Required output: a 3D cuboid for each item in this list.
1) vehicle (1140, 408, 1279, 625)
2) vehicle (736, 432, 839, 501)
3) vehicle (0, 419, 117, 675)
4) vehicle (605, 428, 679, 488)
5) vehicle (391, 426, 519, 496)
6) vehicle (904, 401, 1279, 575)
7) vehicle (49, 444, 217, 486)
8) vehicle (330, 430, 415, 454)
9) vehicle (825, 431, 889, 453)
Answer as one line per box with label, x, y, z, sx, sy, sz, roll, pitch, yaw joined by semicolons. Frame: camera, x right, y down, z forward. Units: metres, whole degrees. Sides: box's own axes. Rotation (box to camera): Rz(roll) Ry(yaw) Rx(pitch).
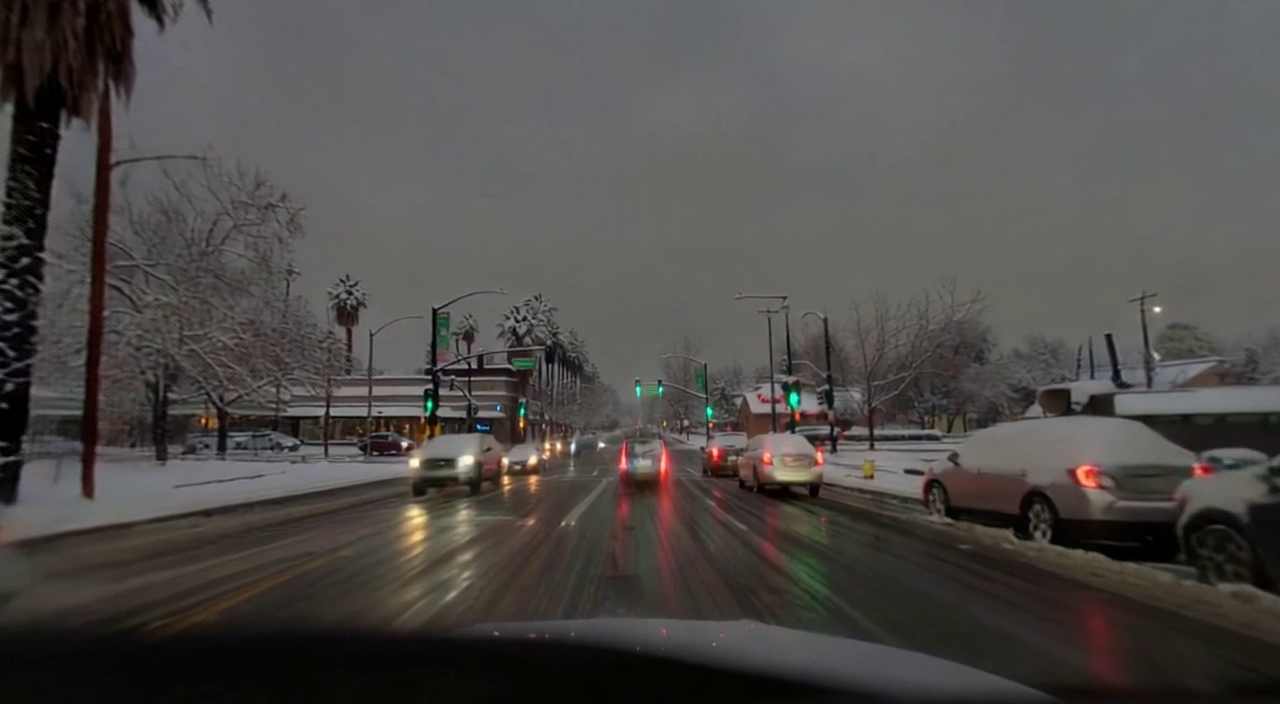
vehicle;6.161;1.173;4.079;2.008;1.729;4.647;0;-8;0
vehicle;4.043;3.212;18.130;2.070;1.711;4.480;-1;-8;3
vehicle;-4.805;0.958;2.321;2.092;1.504;4.374;0;-8;-2
vehicle;0.020;3.549;21.491;2.264;1.798;4.531;0;-8;-1
vehicle;-5.196;3.149;18.627;2.341;1.762;4.865;0;-8;-1
vehicle;6.195;1.869;9.626;1.981;1.893;5.238;0;-8;-1
vehicle;-19.582;4.329;24.641;1.759;1.457;4.727;-6;-10;37
vehicle;-20.805;7.014;49.267;5.674;1.804;2.190;-1;-8;6
vehicle;16.996;7.035;49.552;4.304;1.685;1.947;0;-8;0
